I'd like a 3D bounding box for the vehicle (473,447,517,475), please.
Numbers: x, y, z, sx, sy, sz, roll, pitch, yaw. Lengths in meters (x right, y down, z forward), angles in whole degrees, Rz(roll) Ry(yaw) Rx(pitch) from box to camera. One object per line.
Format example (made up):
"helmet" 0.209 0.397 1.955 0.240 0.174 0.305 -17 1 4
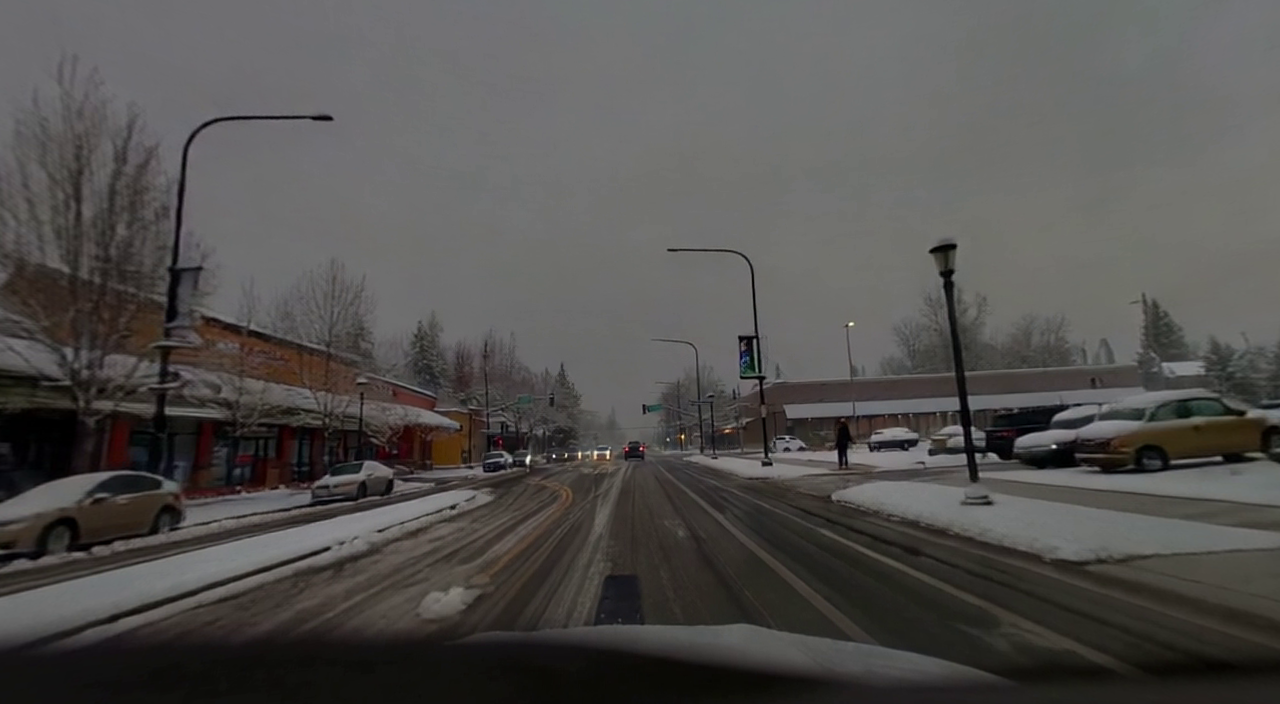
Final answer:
"vehicle" -10.843 8.134 47.516 2.033 1.930 4.786 -1 -8 2

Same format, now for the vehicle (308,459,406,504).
"vehicle" -11.003 5.034 24.958 1.828 1.470 4.523 0 -8 0

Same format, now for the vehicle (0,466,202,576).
"vehicle" -10.855 3.071 12.178 1.837 1.586 4.155 0 -8 0

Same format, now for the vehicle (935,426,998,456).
"vehicle" 17.102 4.693 33.294 1.773 1.446 4.421 -3 -8 12

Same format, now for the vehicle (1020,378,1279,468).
"vehicle" 12.862 1.930 16.500 2.532 1.997 5.001 0 -8 -3

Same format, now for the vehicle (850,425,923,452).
"vehicle" 16.948 5.976 43.562 4.135 1.753 2.122 -1 -9 1
